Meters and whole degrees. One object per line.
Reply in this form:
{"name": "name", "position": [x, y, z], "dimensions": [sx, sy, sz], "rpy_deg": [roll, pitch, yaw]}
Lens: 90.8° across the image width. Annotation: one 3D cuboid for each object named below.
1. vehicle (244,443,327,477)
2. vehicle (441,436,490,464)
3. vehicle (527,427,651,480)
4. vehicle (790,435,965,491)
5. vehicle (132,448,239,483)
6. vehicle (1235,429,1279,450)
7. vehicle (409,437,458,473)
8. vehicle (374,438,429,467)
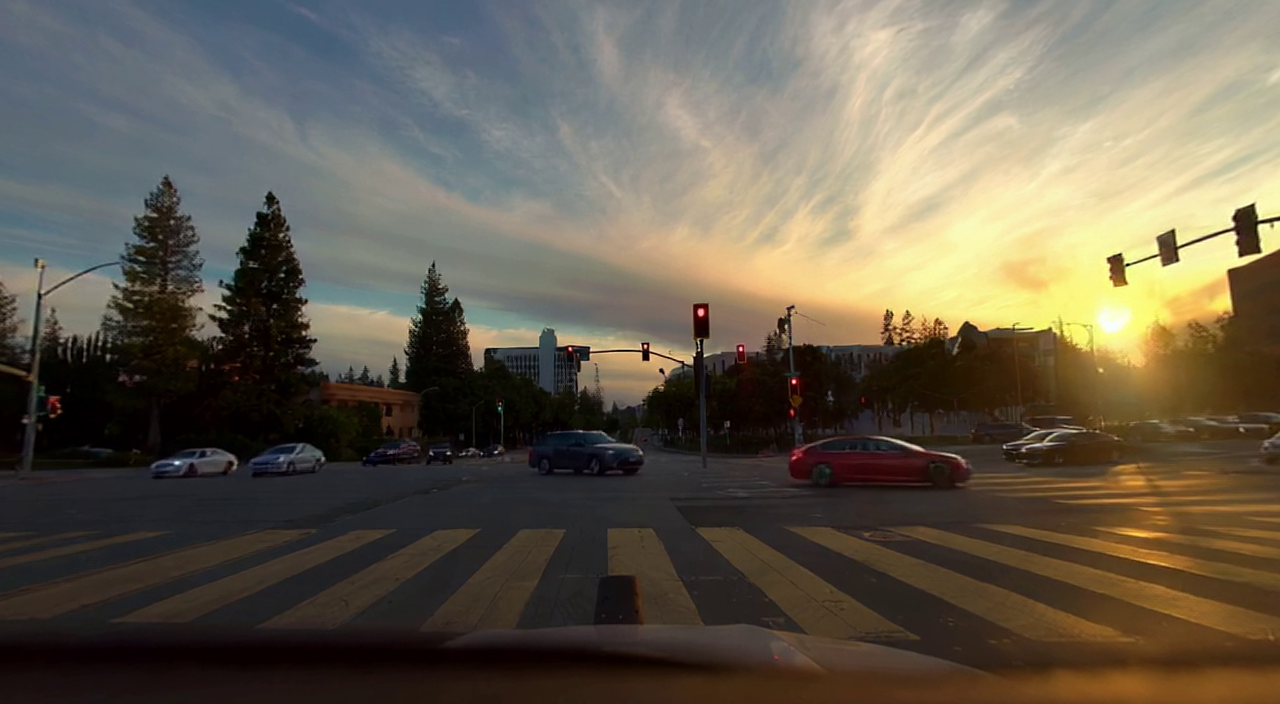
{"name": "vehicle", "position": [-19.739, 5.986, 35.401], "dimensions": [2.088, 1.743, 4.417], "rpy_deg": [0, -9, 0]}
{"name": "vehicle", "position": [-13.090, 7.389, 47.670], "dimensions": [2.223, 1.972, 5.310], "rpy_deg": [0, -8, 0]}
{"name": "vehicle", "position": [-2.077, 3.988, 24.869], "dimensions": [4.767, 1.877, 2.017], "rpy_deg": [-7, -11, 39]}
{"name": "vehicle", "position": [6.891, 3.252, 18.741], "dimensions": [4.532, 1.467, 2.135], "rpy_deg": [-3, -9, 18]}
{"name": "vehicle", "position": [-23.209, 5.755, 32.515], "dimensions": [2.041, 1.642, 4.628], "rpy_deg": [0, -9, 0]}
{"name": "vehicle", "position": [45.687, 6.280, 45.251], "dimensions": [1.786, 1.412, 4.330], "rpy_deg": [0, -9, 0]}
{"name": "vehicle", "position": [-10.680, 5.272, 32.527], "dimensions": [1.982, 1.678, 4.180], "rpy_deg": [3, -9, -22]}
{"name": "vehicle", "position": [-16.403, 6.970, 43.758], "dimensions": [1.977, 1.878, 4.575], "rpy_deg": [0, -9, 0]}
